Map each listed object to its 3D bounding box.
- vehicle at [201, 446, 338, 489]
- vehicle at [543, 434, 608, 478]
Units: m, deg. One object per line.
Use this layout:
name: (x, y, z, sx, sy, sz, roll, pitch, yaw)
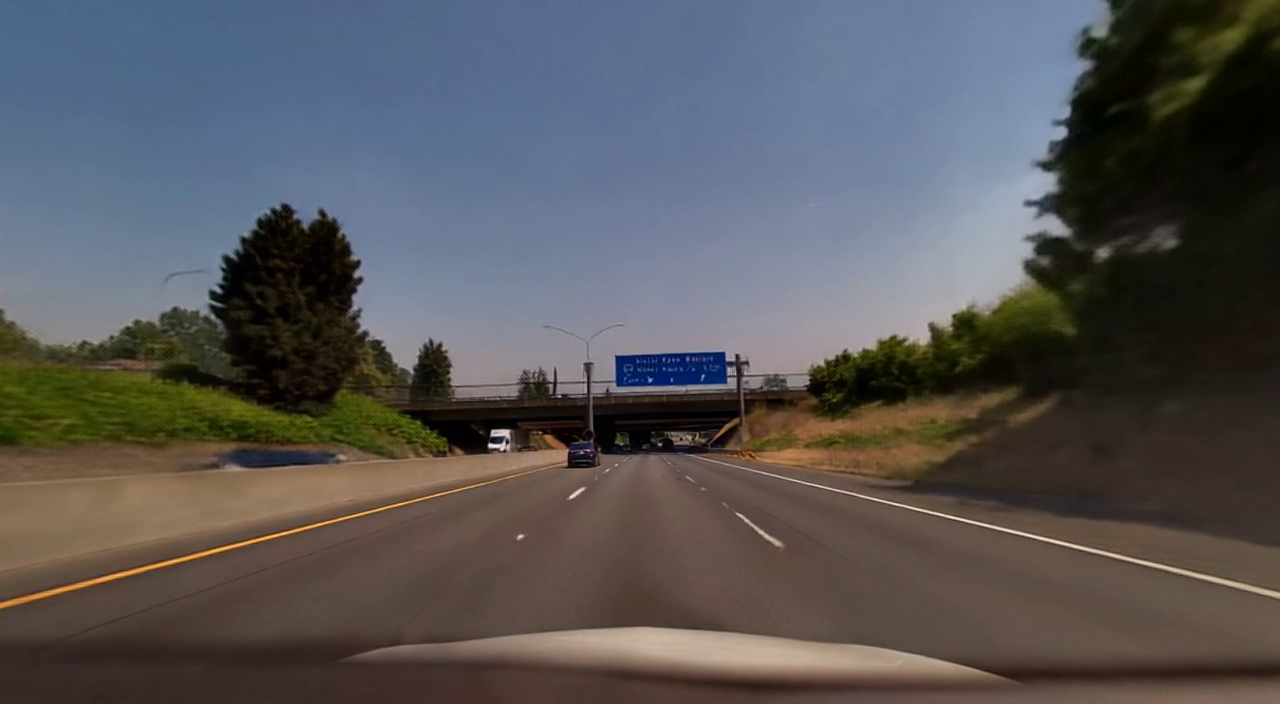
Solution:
vehicle: (-15.575, 4.855, 27.082, 1.988, 1.630, 6.400, 0, -9, 0)
vehicle: (-2.578, 4.317, 26.295, 2.183, 1.662, 3.968, 0, -9, 1)
